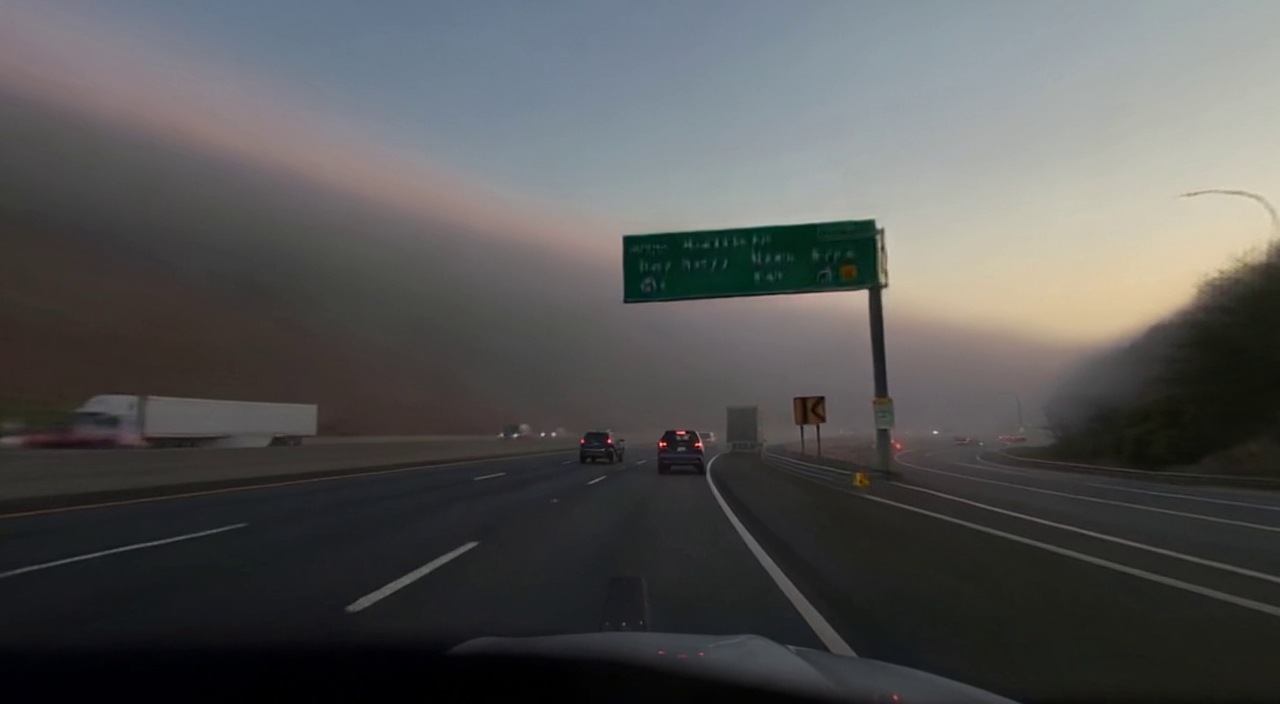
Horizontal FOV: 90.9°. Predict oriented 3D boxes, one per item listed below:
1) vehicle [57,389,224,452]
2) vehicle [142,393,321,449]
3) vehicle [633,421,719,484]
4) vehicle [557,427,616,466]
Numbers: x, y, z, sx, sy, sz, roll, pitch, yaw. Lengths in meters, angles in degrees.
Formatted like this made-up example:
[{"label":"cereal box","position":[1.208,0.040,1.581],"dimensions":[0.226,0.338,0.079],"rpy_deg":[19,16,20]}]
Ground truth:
[{"label":"vehicle","position":[-31.454,4.550,40.395],"dimensions":[3.058,3.587,8.301],"rpy_deg":[-1,-8,7]},{"label":"vehicle","position":[-30.271,5.519,48.179],"dimensions":[2.795,3.678,13.742],"rpy_deg":[-1,-8,9]},{"label":"vehicle","position":[1.172,3.247,20.598],"dimensions":[2.484,1.820,4.497],"rpy_deg":[-1,-8,4]},{"label":"vehicle","position":[-2.514,4.598,30.779],"dimensions":[2.077,1.712,4.406],"rpy_deg":[-1,-8,6]}]
